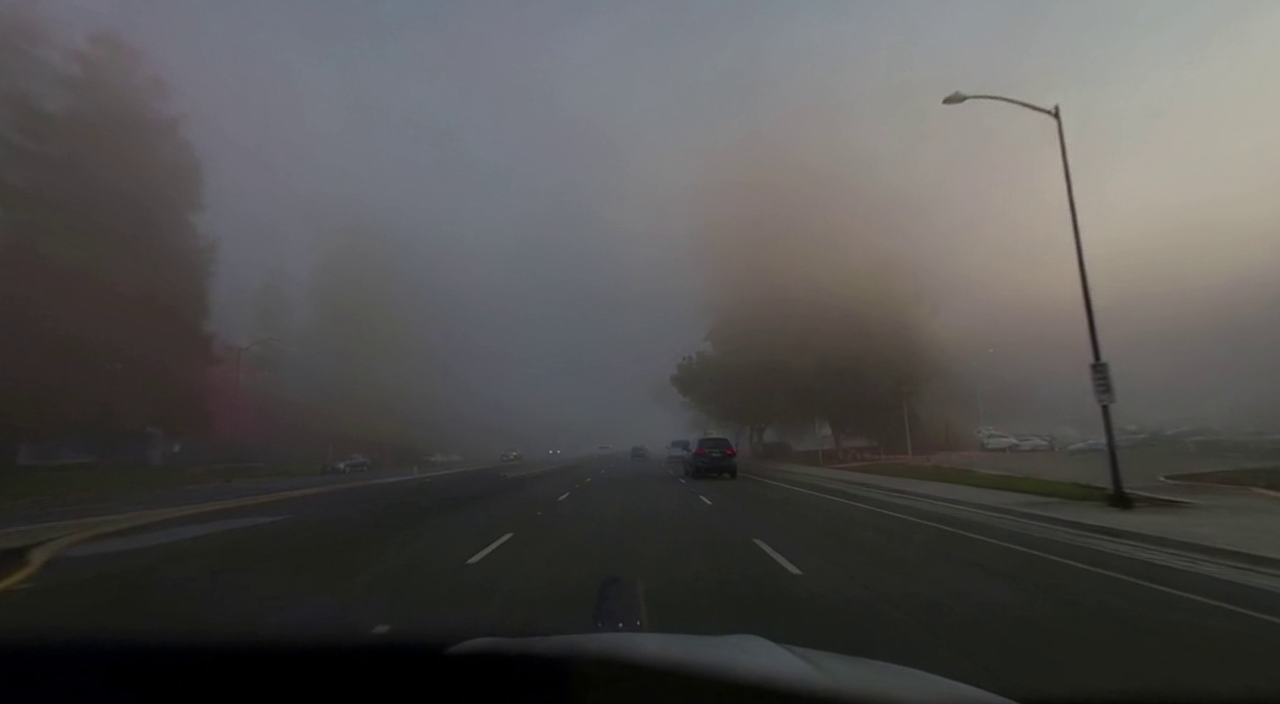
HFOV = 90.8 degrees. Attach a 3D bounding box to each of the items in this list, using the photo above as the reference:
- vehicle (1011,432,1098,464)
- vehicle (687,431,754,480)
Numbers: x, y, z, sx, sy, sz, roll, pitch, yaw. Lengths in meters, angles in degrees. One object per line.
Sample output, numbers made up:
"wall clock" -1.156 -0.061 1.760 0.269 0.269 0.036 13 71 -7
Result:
"vehicle" 27.788 6.429 42.398 4.609 1.919 1.985 0 -8 -9
"vehicle" 3.135 4.166 25.604 2.060 1.816 4.343 0 -8 -1
